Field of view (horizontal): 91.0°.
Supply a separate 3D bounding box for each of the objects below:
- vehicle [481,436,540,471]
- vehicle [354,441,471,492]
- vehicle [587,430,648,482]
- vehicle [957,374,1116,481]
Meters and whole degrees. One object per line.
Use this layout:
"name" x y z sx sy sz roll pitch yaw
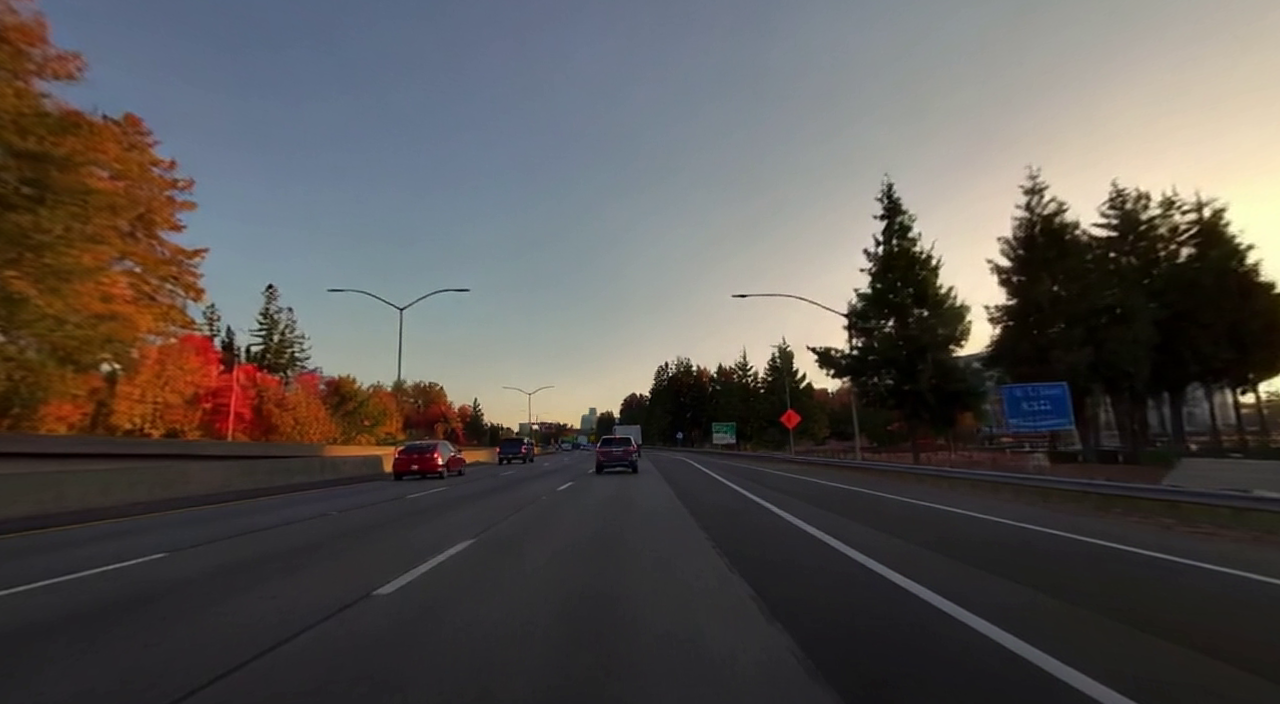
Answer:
"vehicle" -7.671 6.078 37.986 2.328 1.927 5.880 0 -9 0
"vehicle" -7.316 3.712 20.840 2.074 1.495 4.643 0 -9 1
"vehicle" -0.817 4.197 25.631 2.245 1.863 4.801 0 -9 0
"vehicle" 14.333 2.824 23.203 2.879 3.559 4.020 0 -9 -3
